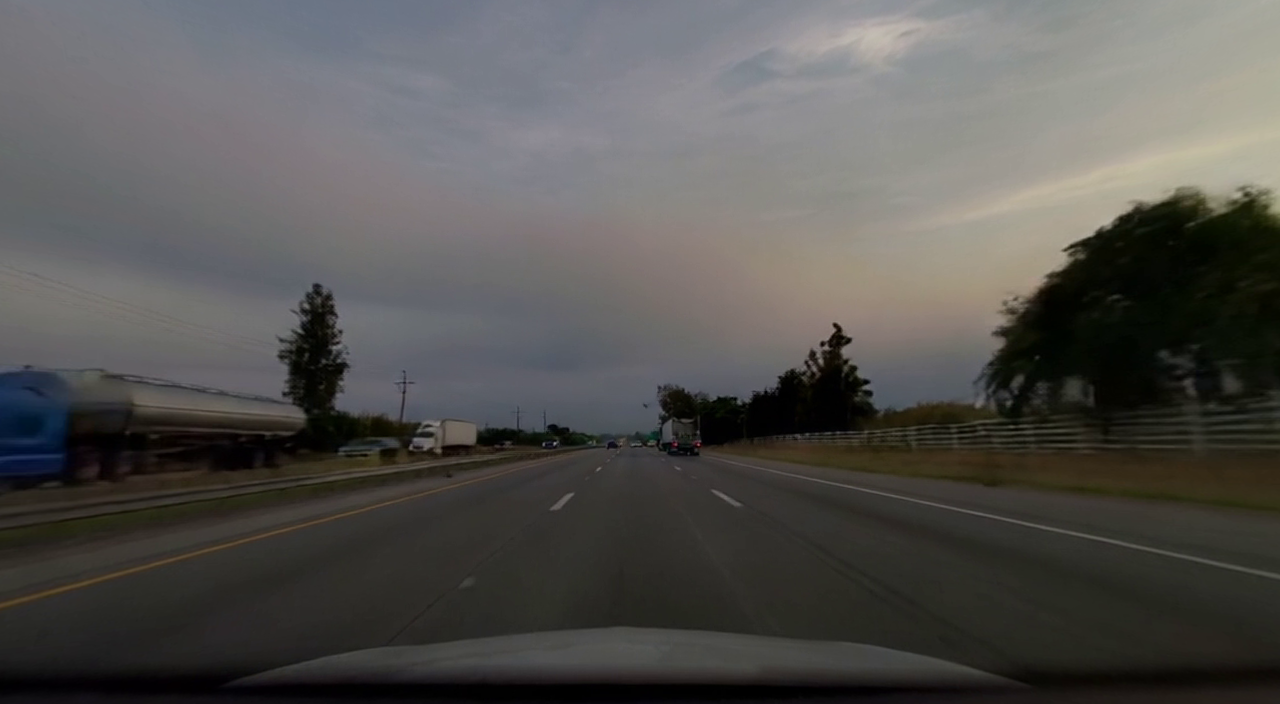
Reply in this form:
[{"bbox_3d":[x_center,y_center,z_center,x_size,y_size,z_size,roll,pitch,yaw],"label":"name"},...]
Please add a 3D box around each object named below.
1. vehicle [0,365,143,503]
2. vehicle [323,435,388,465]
[{"bbox_3d":[-20.106,2.717,20.470,2.983,3.974,5.851,0,-8,-1],"label":"vehicle"},{"bbox_3d":[-16.485,5.691,36.722,1.892,1.575,4.179,-1,-8,-1],"label":"vehicle"}]
